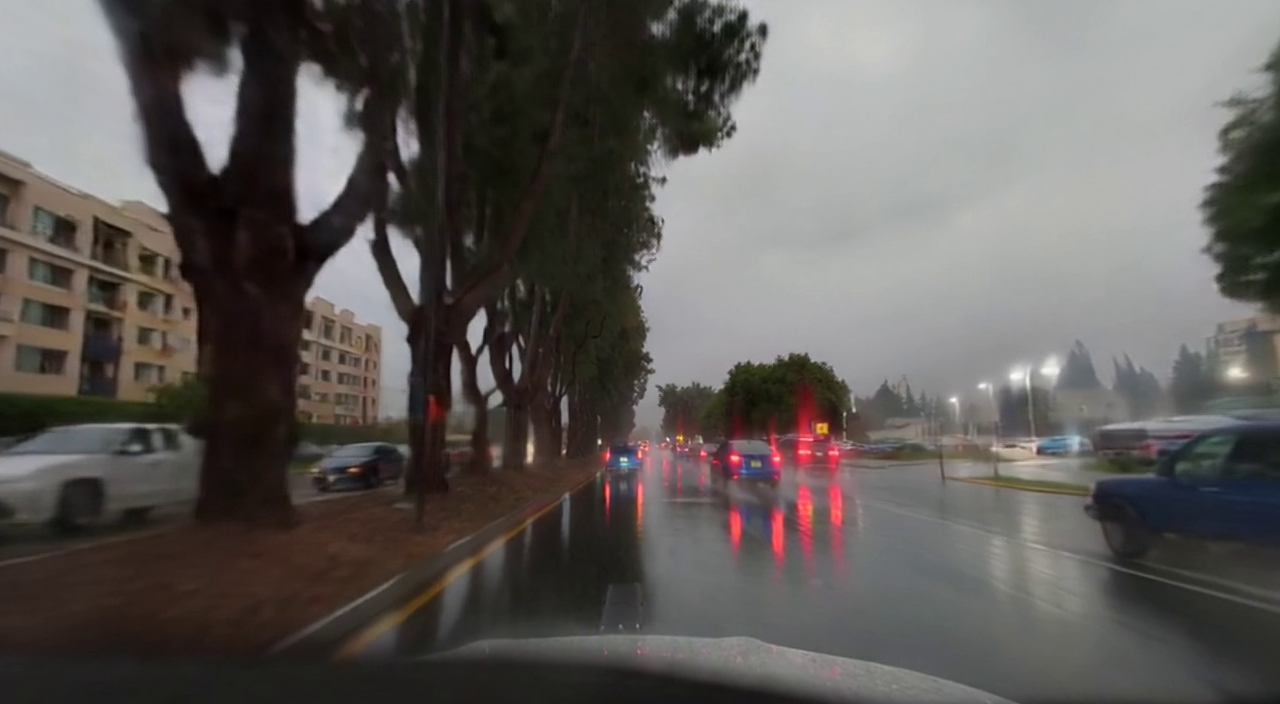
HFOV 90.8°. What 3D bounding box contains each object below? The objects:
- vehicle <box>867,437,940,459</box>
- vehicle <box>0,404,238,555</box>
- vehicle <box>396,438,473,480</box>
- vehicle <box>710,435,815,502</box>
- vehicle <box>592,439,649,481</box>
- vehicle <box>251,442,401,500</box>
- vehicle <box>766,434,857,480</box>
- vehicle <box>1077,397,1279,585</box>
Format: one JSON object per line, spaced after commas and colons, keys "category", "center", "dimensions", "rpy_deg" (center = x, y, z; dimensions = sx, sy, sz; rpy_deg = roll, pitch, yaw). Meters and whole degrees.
{"category": "vehicle", "center": [20.534, 7.495, 49.340], "dimensions": [4.697, 1.691, 2.106], "rpy_deg": [0, -9, -1]}
{"category": "vehicle", "center": [-9.003, 1.937, 10.152], "dimensions": [2.043, 1.860, 4.656], "rpy_deg": [-1, -8, -1]}
{"category": "vehicle", "center": [-9.068, 4.729, 28.279], "dimensions": [2.019, 1.668, 4.433], "rpy_deg": [-1, -8, 0]}
{"category": "vehicle", "center": [3.000, 2.943, 16.317], "dimensions": [1.852, 1.498, 3.825], "rpy_deg": [0, -9, -2]}
{"category": "vehicle", "center": [-0.700, 4.099, 24.151], "dimensions": [1.994, 1.479, 3.647], "rpy_deg": [0, -9, -1]}
{"category": "vehicle", "center": [-9.082, 3.455, 18.853], "dimensions": [2.148, 1.473, 4.709], "rpy_deg": [0, -9, -1]}
{"category": "vehicle", "center": [7.229, 4.490, 27.361], "dimensions": [2.224, 1.772, 5.325], "rpy_deg": [0, -9, -2]}
{"category": "vehicle", "center": [7.354, 1.368, 6.274], "dimensions": [2.224, 1.815, 5.192], "rpy_deg": [0, -9, -1]}
